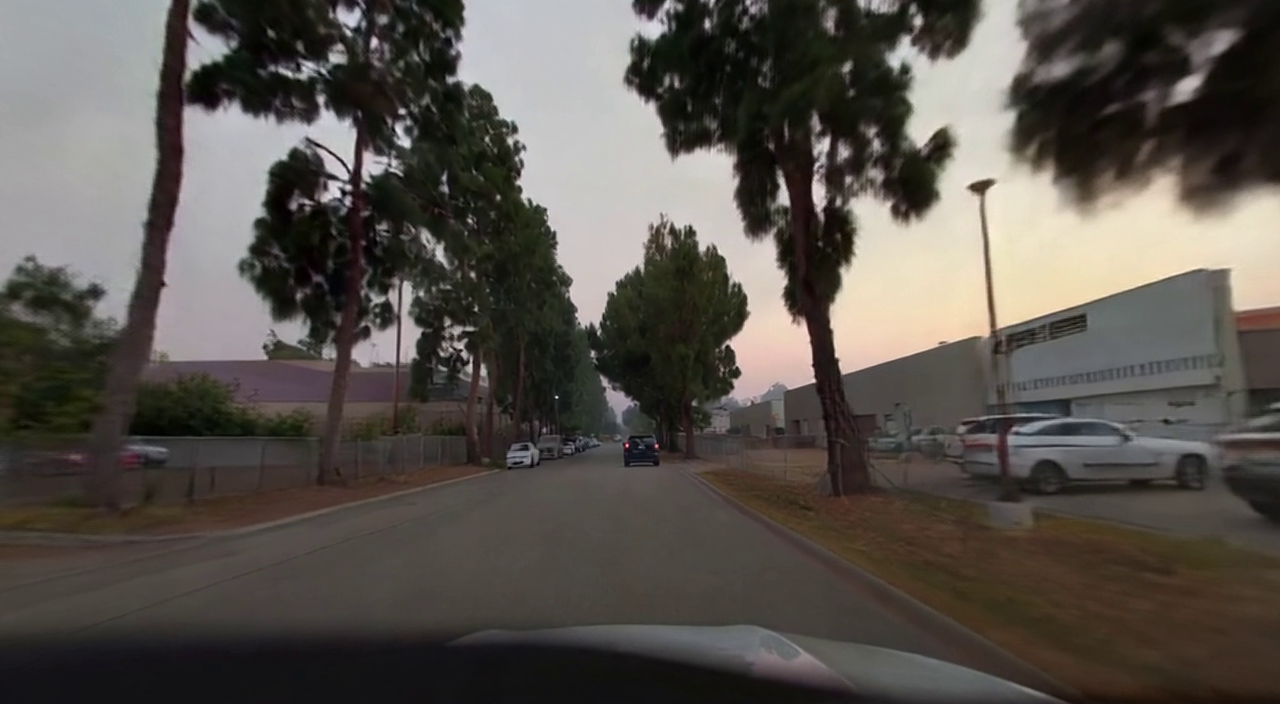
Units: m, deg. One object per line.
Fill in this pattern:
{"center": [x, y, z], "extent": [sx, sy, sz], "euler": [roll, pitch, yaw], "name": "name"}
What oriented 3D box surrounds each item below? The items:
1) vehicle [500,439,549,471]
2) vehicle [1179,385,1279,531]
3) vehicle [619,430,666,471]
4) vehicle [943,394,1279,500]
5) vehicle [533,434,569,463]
{"center": [-6.181, 5.613, 34.138], "extent": [1.938, 1.500, 4.130], "euler": [-3, -10, -2], "name": "vehicle"}
{"center": [9.182, 1.123, 7.172], "extent": [4.178, 1.599, 1.926], "euler": [-2, -10, 1], "name": "vehicle"}
{"center": [0.118, 4.789, 30.862], "extent": [2.152, 1.874, 4.042], "euler": [0, -8, 0], "name": "vehicle"}
{"center": [8.482, 1.793, 11.670], "extent": [4.616, 1.500, 1.963], "euler": [-4, -11, -1], "name": "vehicle"}
{"center": [-6.730, 7.396, 48.076], "extent": [2.005, 1.989, 4.929], "euler": [-3, -9, 0], "name": "vehicle"}
